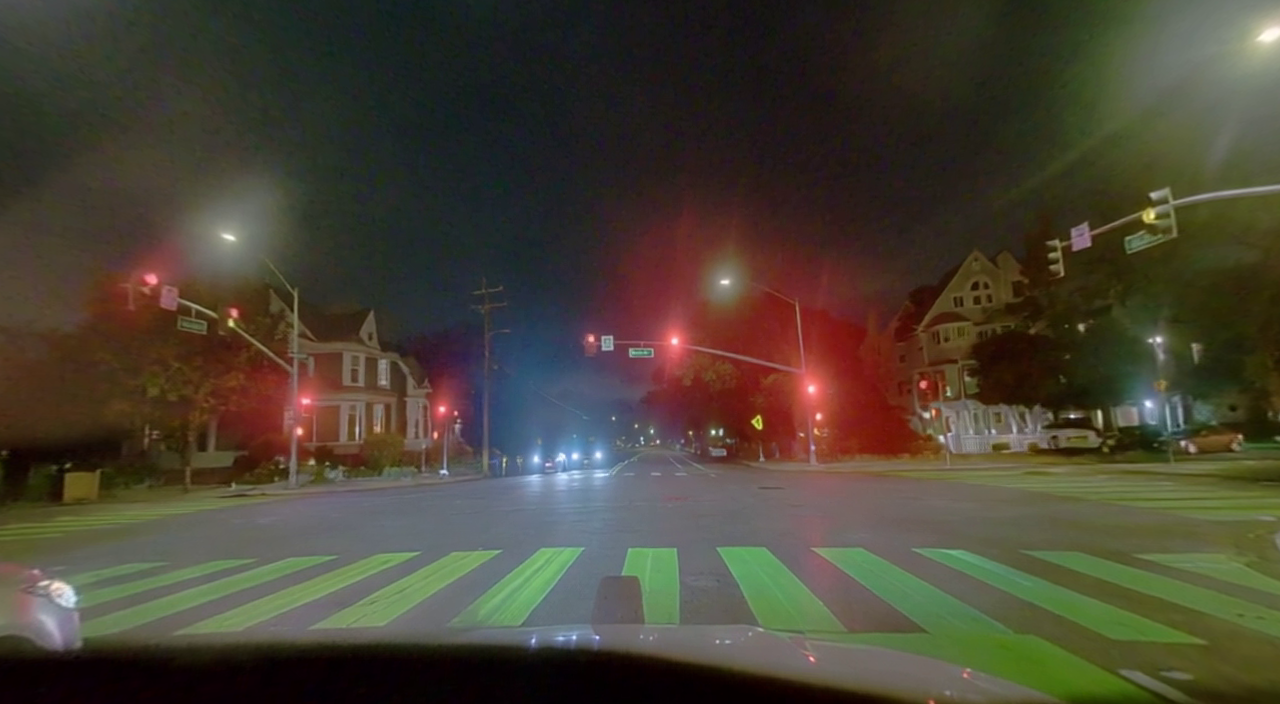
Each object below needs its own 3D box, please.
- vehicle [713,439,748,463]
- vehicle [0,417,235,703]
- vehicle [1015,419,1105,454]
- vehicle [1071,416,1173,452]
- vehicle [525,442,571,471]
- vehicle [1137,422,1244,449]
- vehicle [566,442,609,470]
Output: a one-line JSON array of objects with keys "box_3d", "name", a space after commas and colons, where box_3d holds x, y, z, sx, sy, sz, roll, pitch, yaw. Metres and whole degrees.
[{"box_3d": [6.232, 6.877, 43.681, 1.891, 1.584, 3.802, 0, -8, 1], "name": "vehicle"}, {"box_3d": [-3.414, 0.846, 1.320, 1.904, 1.489, 4.746, 0, -8, 1], "name": "vehicle"}, {"box_3d": [23.227, 4.734, 35.029, 1.964, 1.759, 4.583, -1, -8, 3], "name": "vehicle"}, {"box_3d": [26.392, 4.557, 34.676, 2.033, 1.821, 4.542, -1, -8, 2], "name": "vehicle"}, {"box_3d": [-5.672, 6.496, 39.388, 1.982, 1.686, 4.195, -1, -9, 4], "name": "vehicle"}, {"box_3d": [30.189, 4.656, 34.738, 1.837, 1.396, 4.695, -1, -8, 3], "name": "vehicle"}, {"box_3d": [-2.912, 5.888, 35.833, 1.982, 1.472, 4.103, -1, -8, 2], "name": "vehicle"}]
